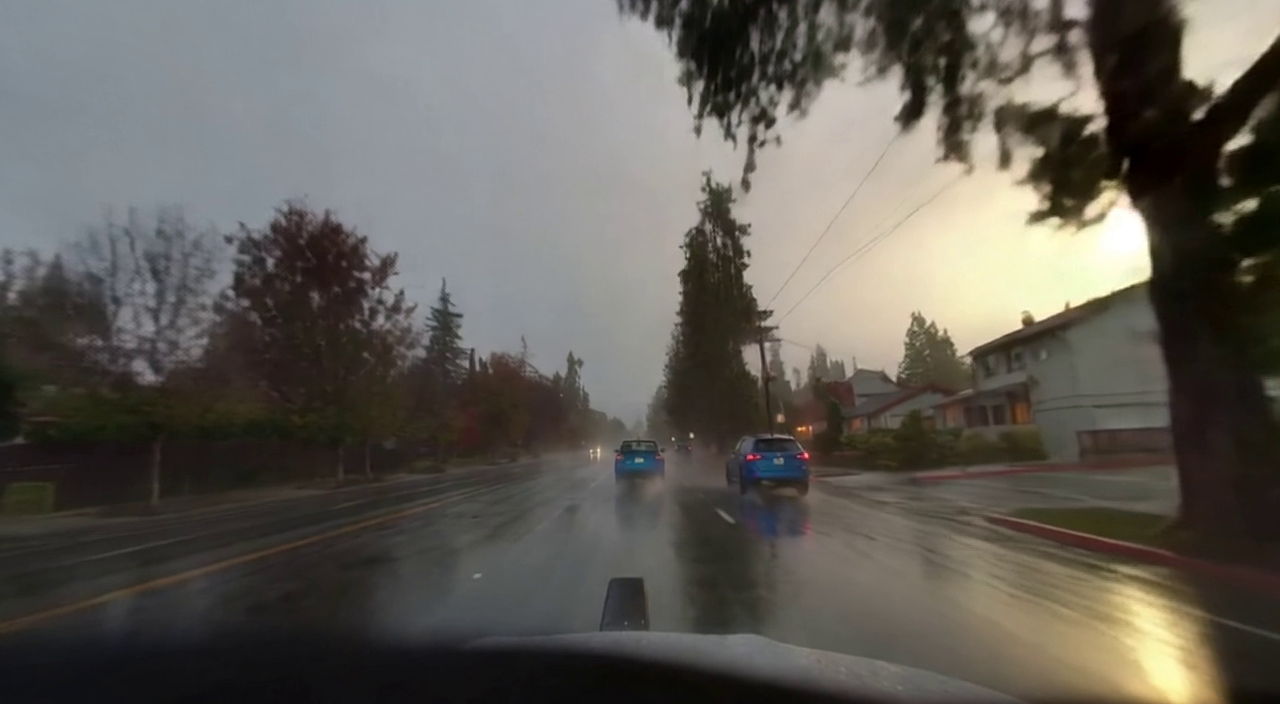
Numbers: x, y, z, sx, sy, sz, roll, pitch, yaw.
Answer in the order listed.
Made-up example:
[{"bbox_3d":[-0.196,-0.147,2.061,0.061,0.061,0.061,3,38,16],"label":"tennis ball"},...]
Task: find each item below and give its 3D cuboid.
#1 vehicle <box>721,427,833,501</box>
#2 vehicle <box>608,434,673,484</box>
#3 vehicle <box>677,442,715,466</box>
[{"bbox_3d":[3.558,3.002,17.297,2.024,1.711,4.512,0,-8,0],"label":"vehicle"},{"bbox_3d":[0.028,3.929,23.353,2.200,1.653,4.127,0,-8,0],"label":"vehicle"},{"bbox_3d":[3.672,6.776,42.058,2.099,1.463,4.130,0,-8,-1],"label":"vehicle"}]
